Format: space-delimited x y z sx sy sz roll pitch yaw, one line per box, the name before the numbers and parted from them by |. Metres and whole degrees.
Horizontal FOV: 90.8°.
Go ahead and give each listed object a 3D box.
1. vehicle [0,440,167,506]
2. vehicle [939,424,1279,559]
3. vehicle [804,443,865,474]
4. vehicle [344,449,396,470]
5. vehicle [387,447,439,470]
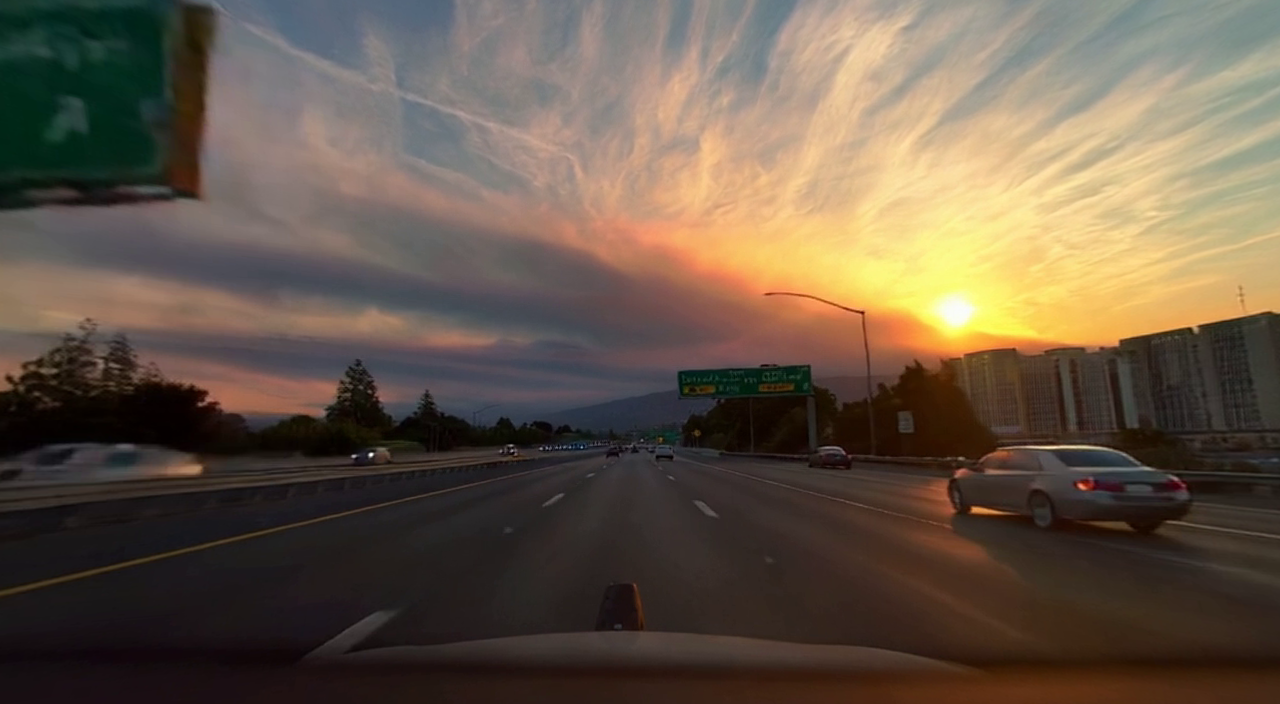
vehicle | -15.608 3.195 17.096 1.961 1.520 4.702 0 -9 0
vehicle | 6.711 1.950 9.607 1.861 1.500 4.860 0 -9 -1
vehicle | 10.303 5.673 33.808 1.878 1.509 4.327 0 -9 -1
vehicle | -19.720 7.836 46.361 1.877 1.459 4.547 0 -9 0
vehicle | -15.783 7.414 44.171 1.907 1.477 4.637 0 -9 0
